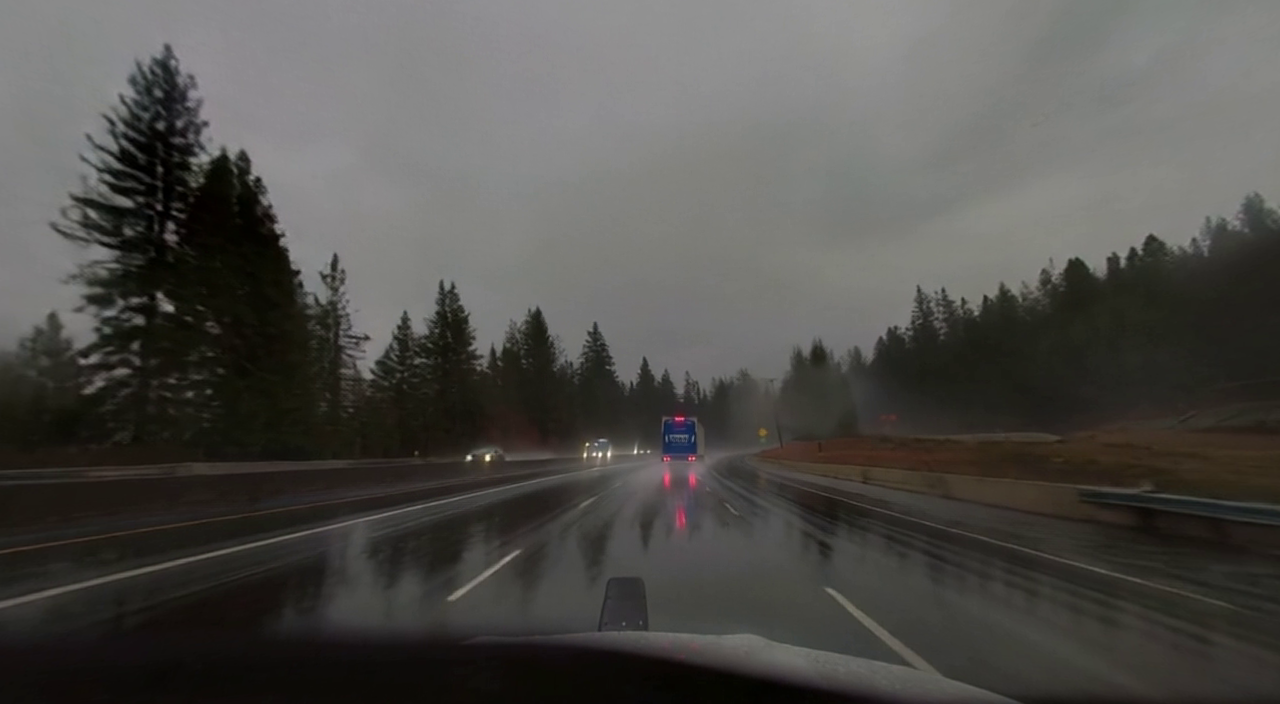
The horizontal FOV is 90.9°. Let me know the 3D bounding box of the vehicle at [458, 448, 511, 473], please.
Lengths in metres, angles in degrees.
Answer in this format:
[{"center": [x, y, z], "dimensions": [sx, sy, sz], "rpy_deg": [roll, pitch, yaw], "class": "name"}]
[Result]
[{"center": [-11.038, 7.731, 45.203], "dimensions": [2.175, 1.685, 4.797], "rpy_deg": [-1, -9, 5], "class": "vehicle"}]
